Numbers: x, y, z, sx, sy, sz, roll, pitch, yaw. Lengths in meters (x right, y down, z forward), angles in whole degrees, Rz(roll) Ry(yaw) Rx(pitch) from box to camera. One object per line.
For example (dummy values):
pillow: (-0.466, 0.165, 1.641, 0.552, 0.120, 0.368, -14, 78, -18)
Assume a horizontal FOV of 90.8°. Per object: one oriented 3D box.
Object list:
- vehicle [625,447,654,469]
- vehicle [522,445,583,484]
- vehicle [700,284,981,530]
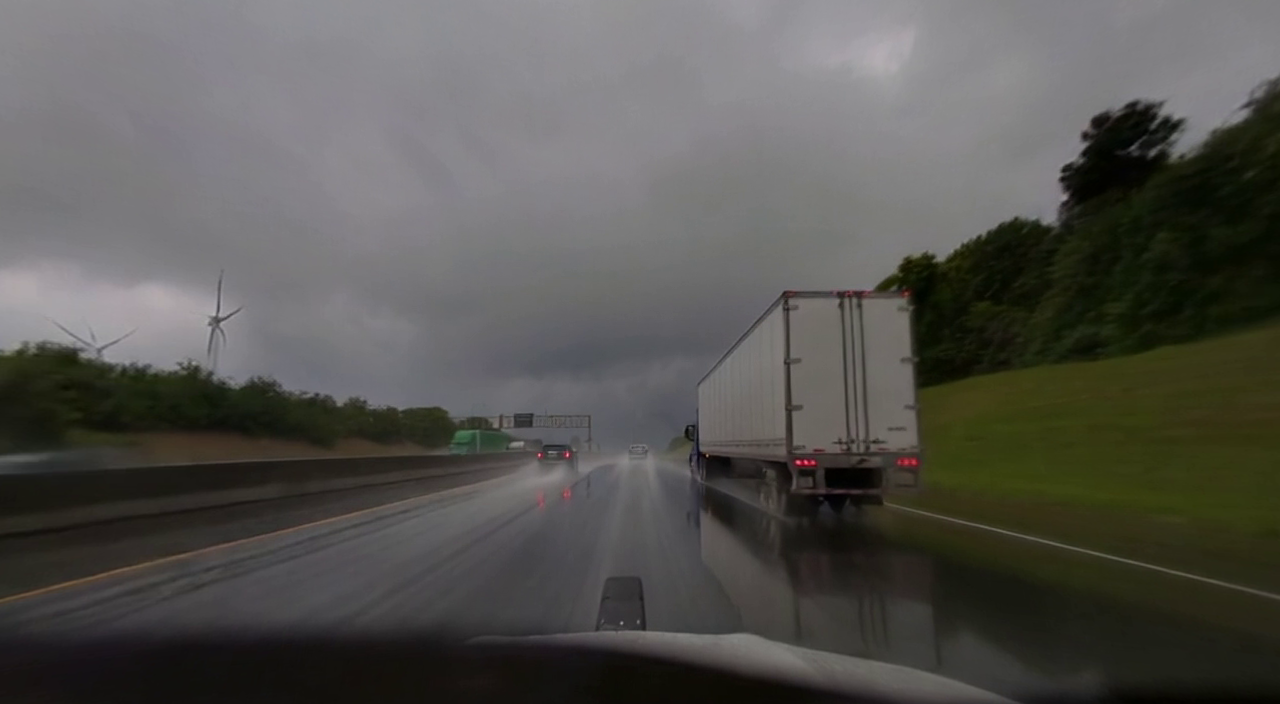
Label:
vehicle: (-0.065, 7.204, 42.993, 1.931, 1.453, 3.695, 0, -9, -1)
vehicle: (-3.592, 4.687, 26.603, 1.952, 1.521, 4.095, 0, -9, 0)
vehicle: (3.834, 1.859, 16.944, 2.947, 3.989, 13.568, 0, -9, -1)
